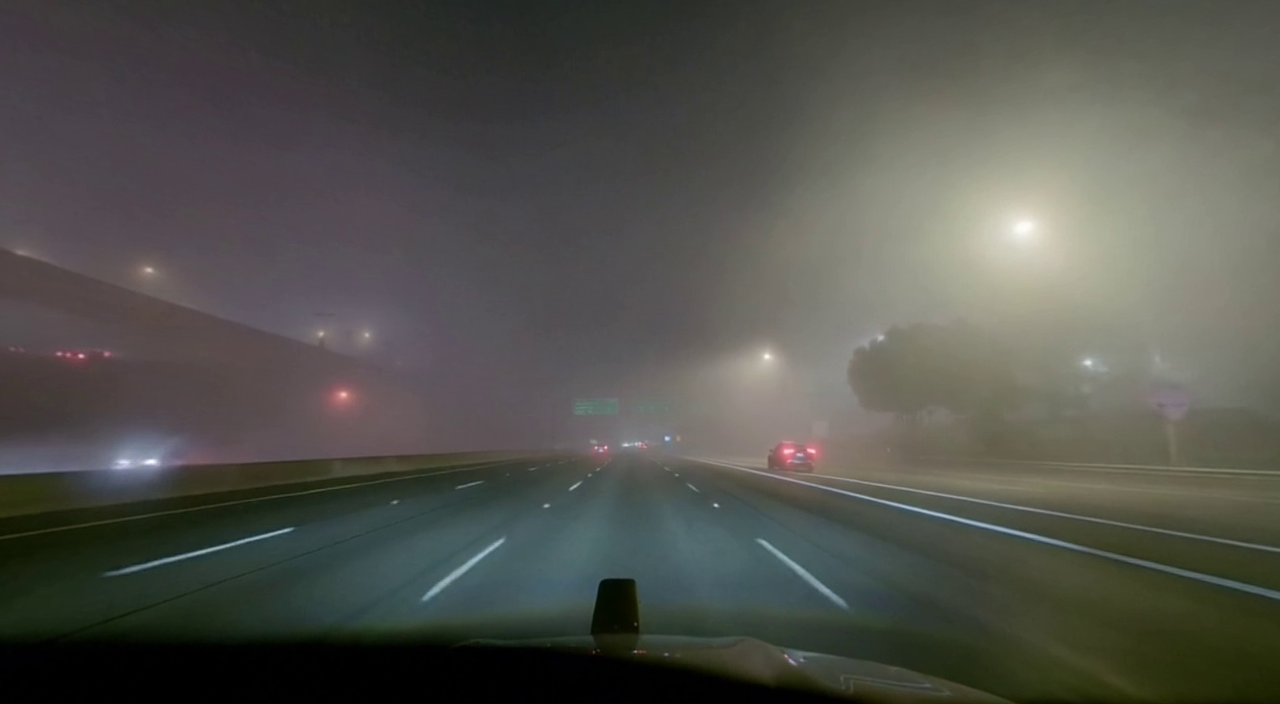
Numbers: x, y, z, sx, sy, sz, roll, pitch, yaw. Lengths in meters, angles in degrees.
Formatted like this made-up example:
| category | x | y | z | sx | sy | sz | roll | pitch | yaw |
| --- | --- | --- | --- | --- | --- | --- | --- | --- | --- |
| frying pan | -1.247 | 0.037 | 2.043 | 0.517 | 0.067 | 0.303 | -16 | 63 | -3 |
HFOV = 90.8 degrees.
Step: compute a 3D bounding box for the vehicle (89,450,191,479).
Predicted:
| category | x | y | z | sx | sy | sz | roll | pitch | yaw |
| --- | --- | --- | --- | --- | --- | --- | --- | --- | --- |
| vehicle | -29.553 | 6.653 | 37.588 | 2.011 | 1.562 | 4.983 | 0 | -8 | -1 |
